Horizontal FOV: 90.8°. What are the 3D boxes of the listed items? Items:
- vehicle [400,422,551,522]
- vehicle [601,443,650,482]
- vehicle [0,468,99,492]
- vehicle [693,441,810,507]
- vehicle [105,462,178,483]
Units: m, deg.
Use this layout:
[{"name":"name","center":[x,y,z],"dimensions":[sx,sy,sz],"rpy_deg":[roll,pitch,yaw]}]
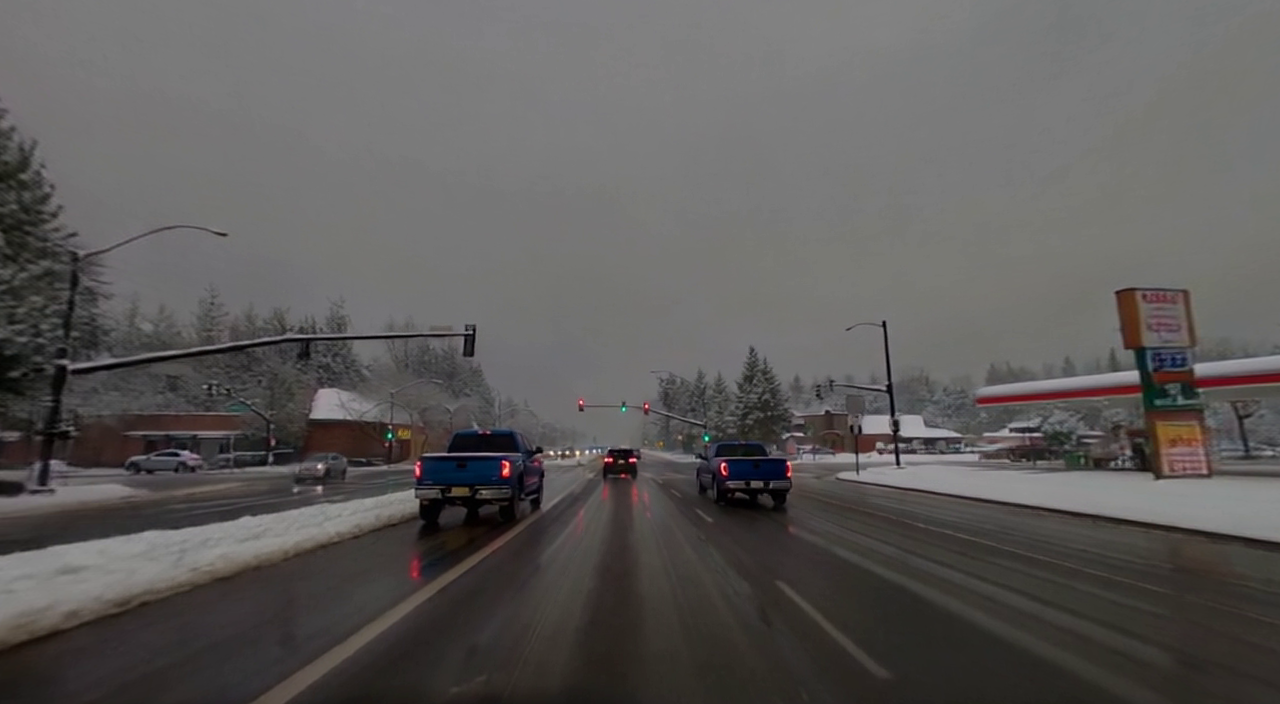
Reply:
[{"name":"vehicle","center":[-3.563,2.730,15.046],"dimensions":[2.195,1.905,5.634],"rpy_deg":[0,-9,-1]},{"name":"vehicle","center":[-0.691,4.840,28.014],"dimensions":[2.029,1.605,3.827],"rpy_deg":[0,-9,-3]},{"name":"vehicle","center":[-38.581,8.305,41.244],"dimensions":[4.460,1.411,1.879],"rpy_deg":[2,-9,-10]},{"name":"vehicle","center":[2.747,3.128,16.712],"dimensions":[2.061,1.487,4.462],"rpy_deg":[0,-9,-3]},{"name":"vehicle","center":[-38.113,9.224,48.373],"dimensions":[3.849,1.510,1.865],"rpy_deg":[1,-9,-10]}]
